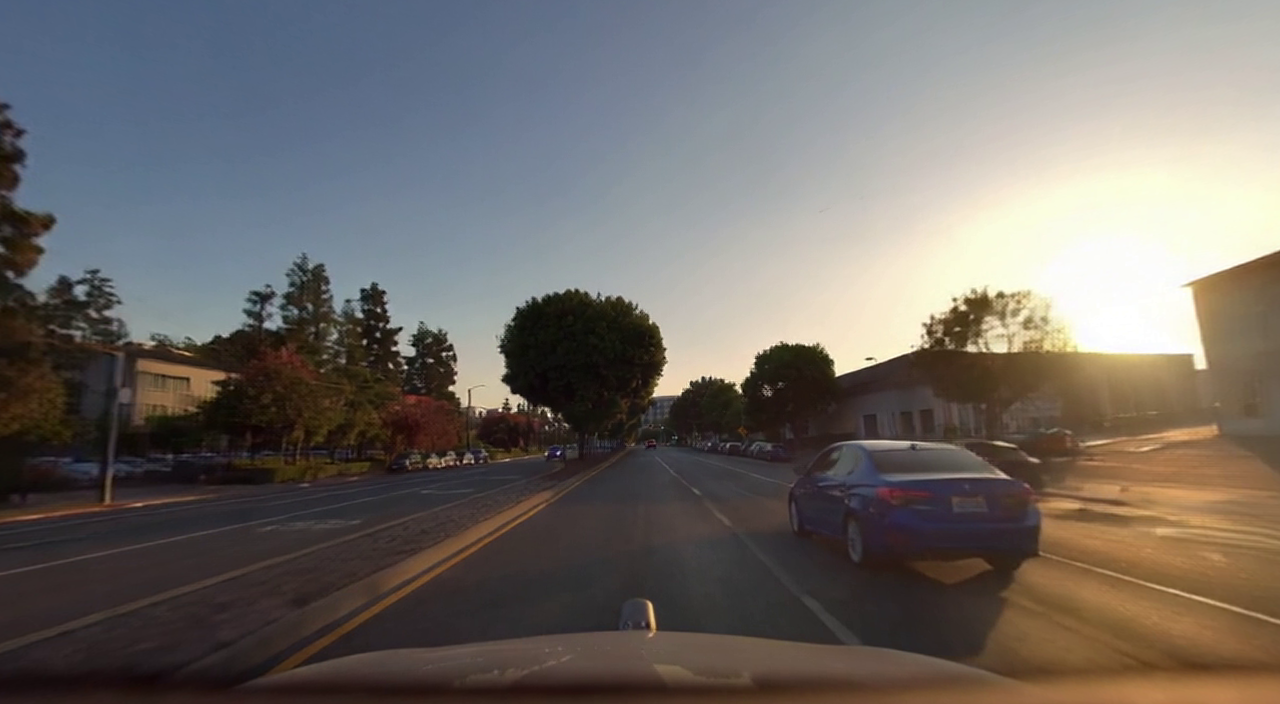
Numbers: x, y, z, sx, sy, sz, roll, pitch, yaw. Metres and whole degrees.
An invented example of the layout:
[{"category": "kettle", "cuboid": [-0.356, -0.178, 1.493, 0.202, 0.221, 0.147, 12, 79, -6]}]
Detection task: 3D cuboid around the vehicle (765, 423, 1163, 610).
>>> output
[{"category": "vehicle", "cuboid": [2.994, 1.629, 7.249, 2.141, 1.443, 4.499, 0, -9, -1]}]
